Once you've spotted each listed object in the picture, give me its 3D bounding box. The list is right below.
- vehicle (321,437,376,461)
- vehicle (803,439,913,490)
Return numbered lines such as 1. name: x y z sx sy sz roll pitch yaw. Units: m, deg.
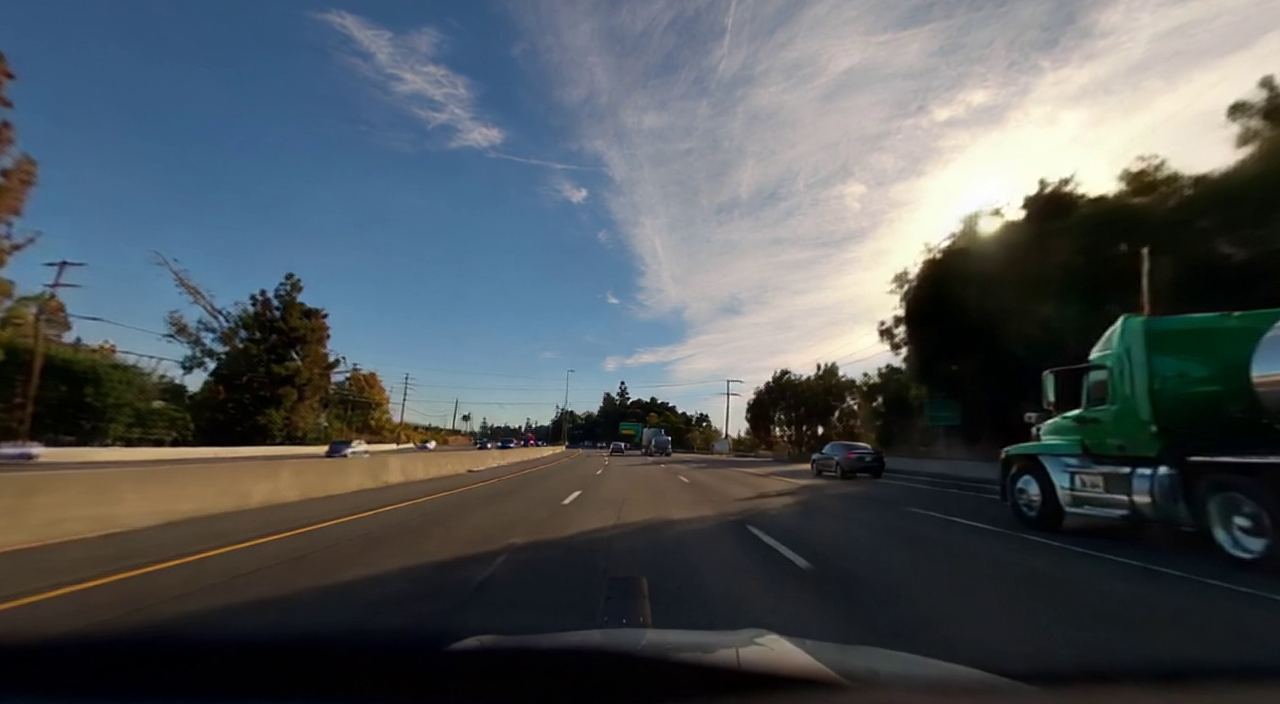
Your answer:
1. vehicle: -21.671 7.210 47.103 1.990 1.710 4.556 0 -8 -2
2. vehicle: 7.013 3.644 20.901 1.905 1.480 4.624 0 -8 -1
